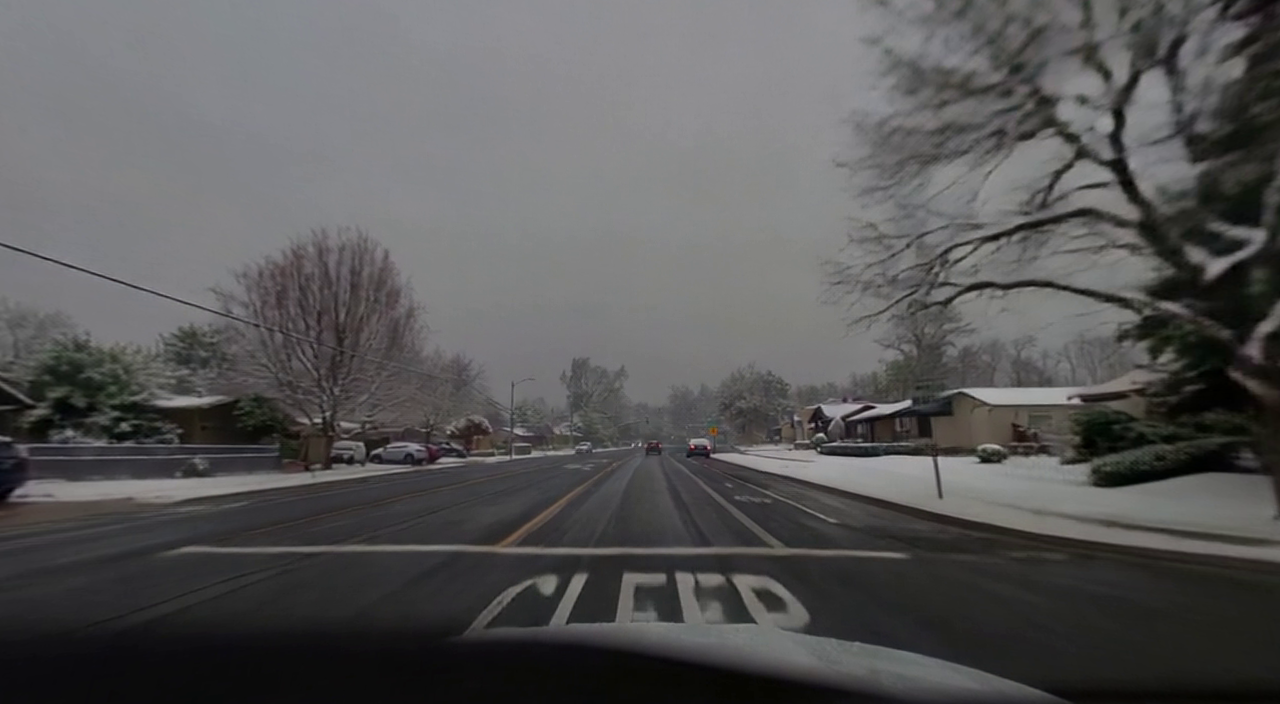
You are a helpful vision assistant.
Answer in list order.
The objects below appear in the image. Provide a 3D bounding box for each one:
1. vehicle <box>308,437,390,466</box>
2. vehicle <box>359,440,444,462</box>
[{"bbox_3d":[-18.799,6.422,40.776,4.372,1.745,2.017,6,-10,-35],"label":"vehicle"},{"bbox_3d":[-17.903,7.434,47.446,5.419,1.649,2.396,0,-8,1],"label":"vehicle"}]
